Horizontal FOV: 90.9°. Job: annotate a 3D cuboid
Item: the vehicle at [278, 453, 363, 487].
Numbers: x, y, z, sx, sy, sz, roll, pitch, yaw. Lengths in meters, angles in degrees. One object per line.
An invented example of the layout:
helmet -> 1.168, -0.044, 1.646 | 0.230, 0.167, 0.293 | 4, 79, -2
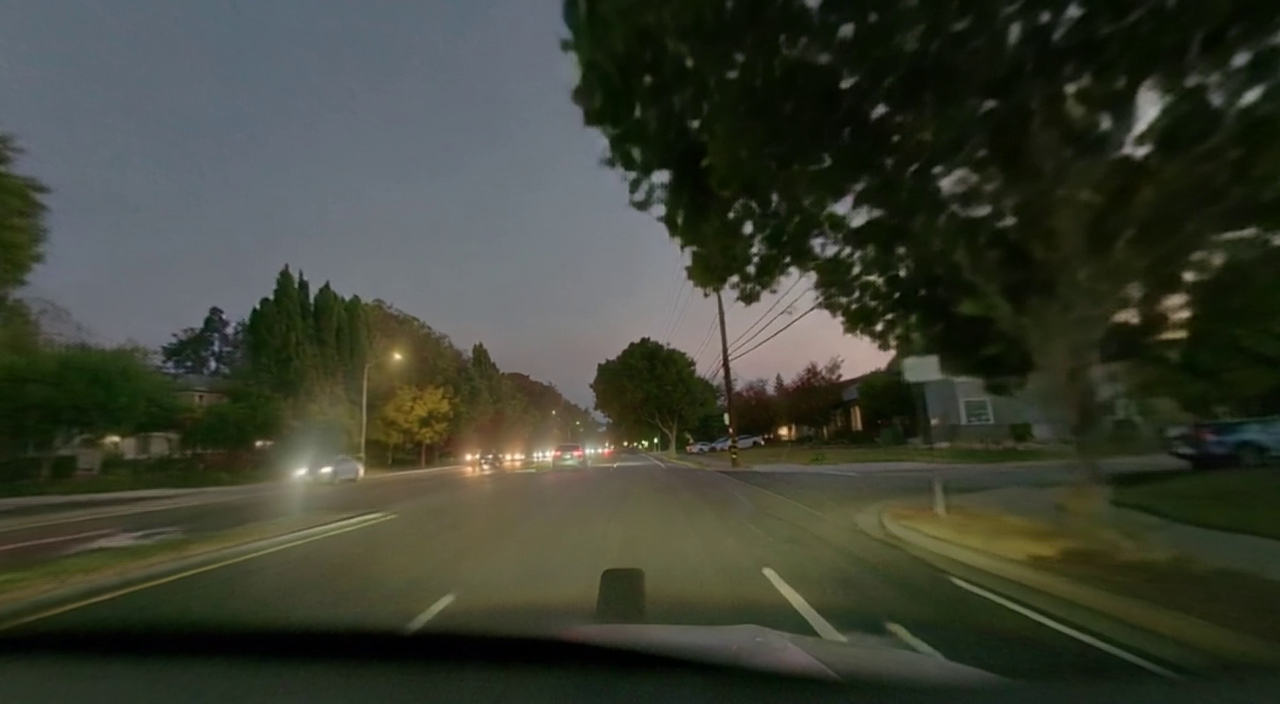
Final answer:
vehicle -> -16.178, 5.979, 32.266 | 1.937, 1.480, 4.755 | 0, -9, -1

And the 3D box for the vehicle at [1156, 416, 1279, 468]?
vehicle -> 21.864, 3.196, 22.499 | 4.904, 1.735, 2.270 | 0, -8, -2

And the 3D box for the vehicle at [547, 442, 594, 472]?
vehicle -> -3.665, 5.611, 33.965 | 2.084, 1.466, 4.522 | 0, -9, 0
